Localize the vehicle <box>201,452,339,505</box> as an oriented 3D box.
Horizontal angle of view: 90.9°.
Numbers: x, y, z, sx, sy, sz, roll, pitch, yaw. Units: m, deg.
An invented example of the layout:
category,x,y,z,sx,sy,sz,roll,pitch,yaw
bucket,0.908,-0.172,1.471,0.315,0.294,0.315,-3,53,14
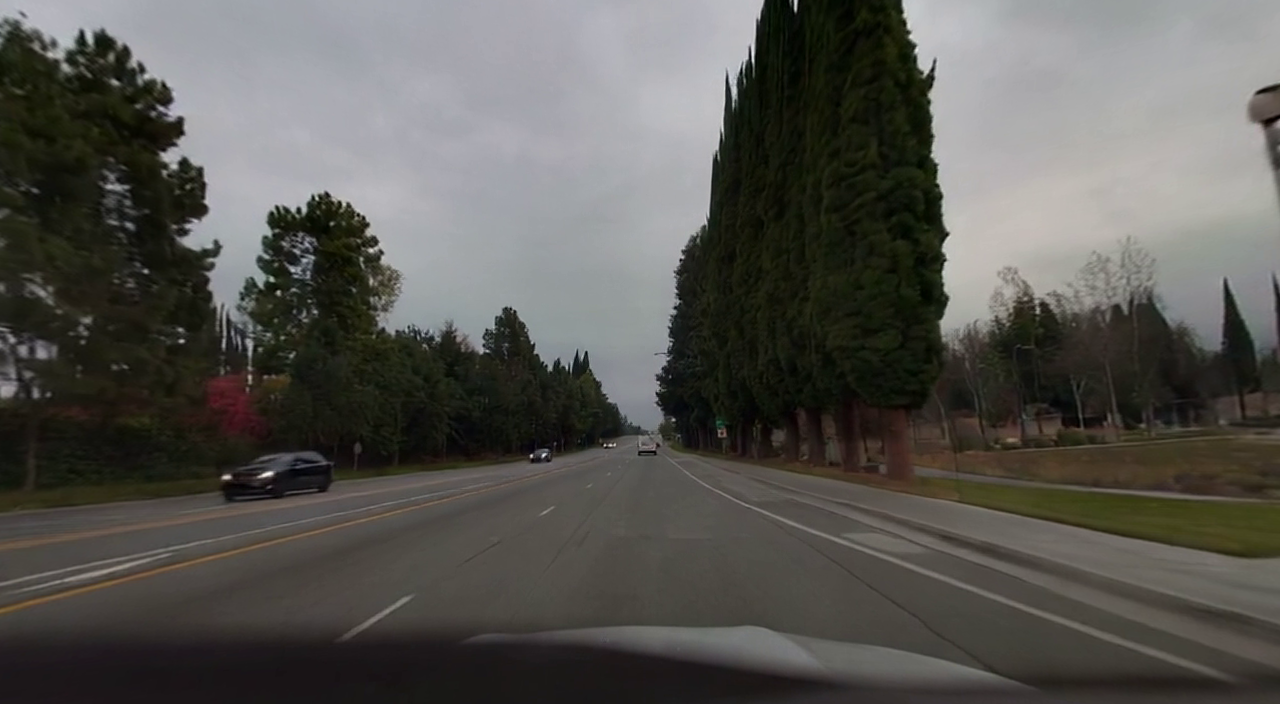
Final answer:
category,x,y,z,sx,sy,sz,roll,pitch,yaw
vehicle,-12.536,4.269,21.755,1.982,1.553,4.420,0,-8,1
